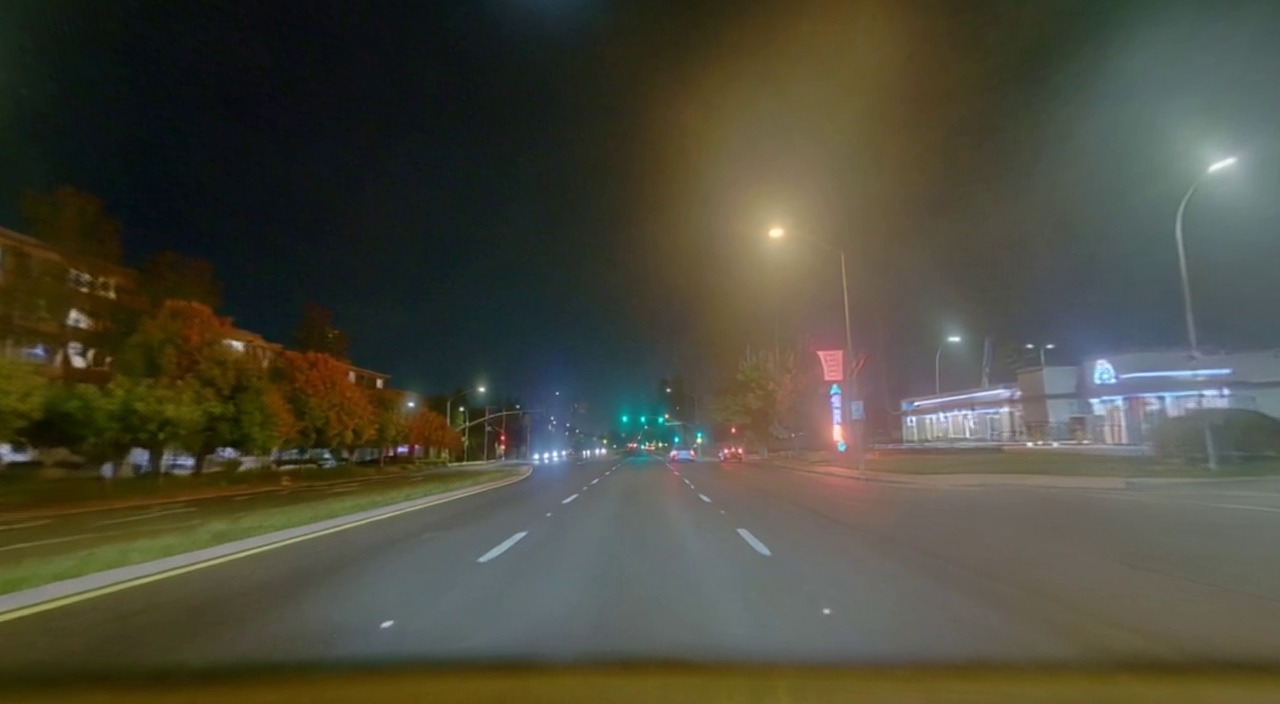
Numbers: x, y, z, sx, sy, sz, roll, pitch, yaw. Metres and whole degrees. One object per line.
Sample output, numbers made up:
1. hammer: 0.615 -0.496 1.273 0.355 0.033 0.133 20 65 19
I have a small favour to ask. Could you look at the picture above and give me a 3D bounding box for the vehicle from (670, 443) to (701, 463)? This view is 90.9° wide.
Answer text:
1. vehicle: 3.459 7.763 48.722 2.057 1.470 4.454 0 -8 0
